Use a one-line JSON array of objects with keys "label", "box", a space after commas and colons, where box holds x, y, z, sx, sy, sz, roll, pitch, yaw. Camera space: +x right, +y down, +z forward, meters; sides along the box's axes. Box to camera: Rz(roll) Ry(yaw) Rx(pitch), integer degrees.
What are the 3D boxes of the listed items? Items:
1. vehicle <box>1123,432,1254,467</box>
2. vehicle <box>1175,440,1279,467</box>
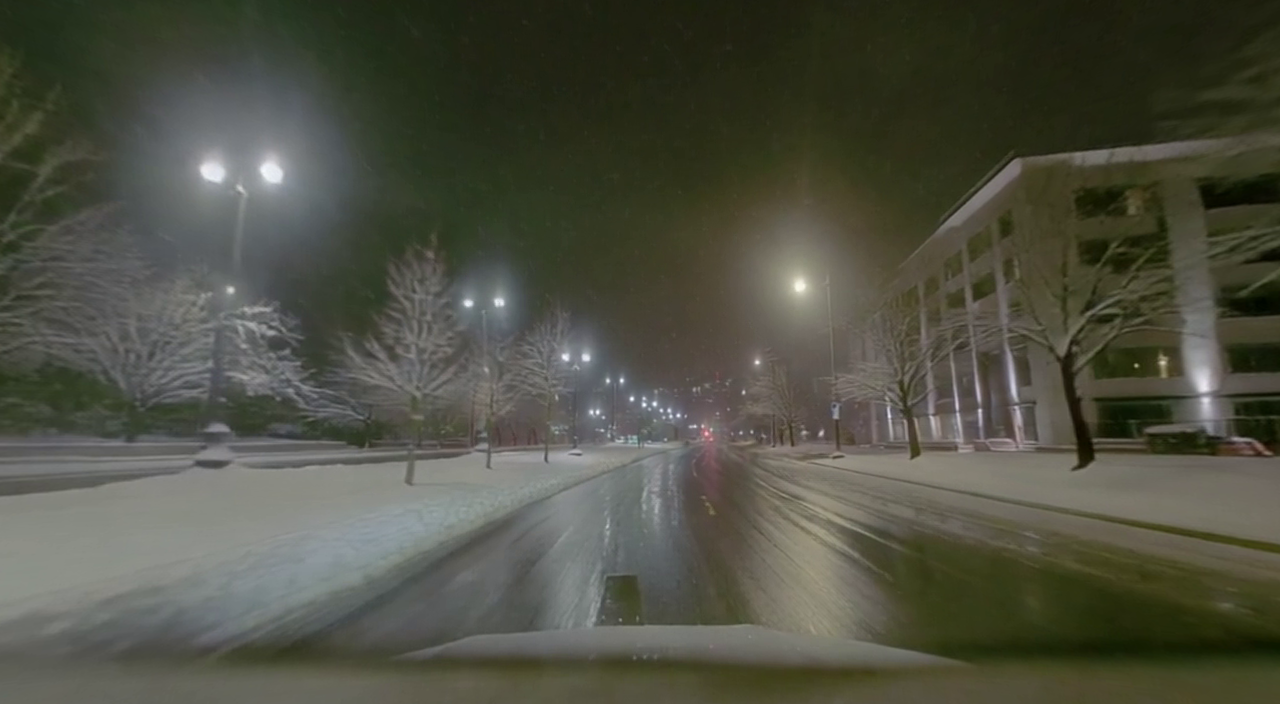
[{"label": "vehicle", "box": [32.614, 5.815, 37.713, 5.608, 2.033, 2.152, -1, -9, 3]}, {"label": "vehicle", "box": [32.097, 5.507, 34.356, 4.271, 1.433, 1.822, 0, -9, 1]}]
